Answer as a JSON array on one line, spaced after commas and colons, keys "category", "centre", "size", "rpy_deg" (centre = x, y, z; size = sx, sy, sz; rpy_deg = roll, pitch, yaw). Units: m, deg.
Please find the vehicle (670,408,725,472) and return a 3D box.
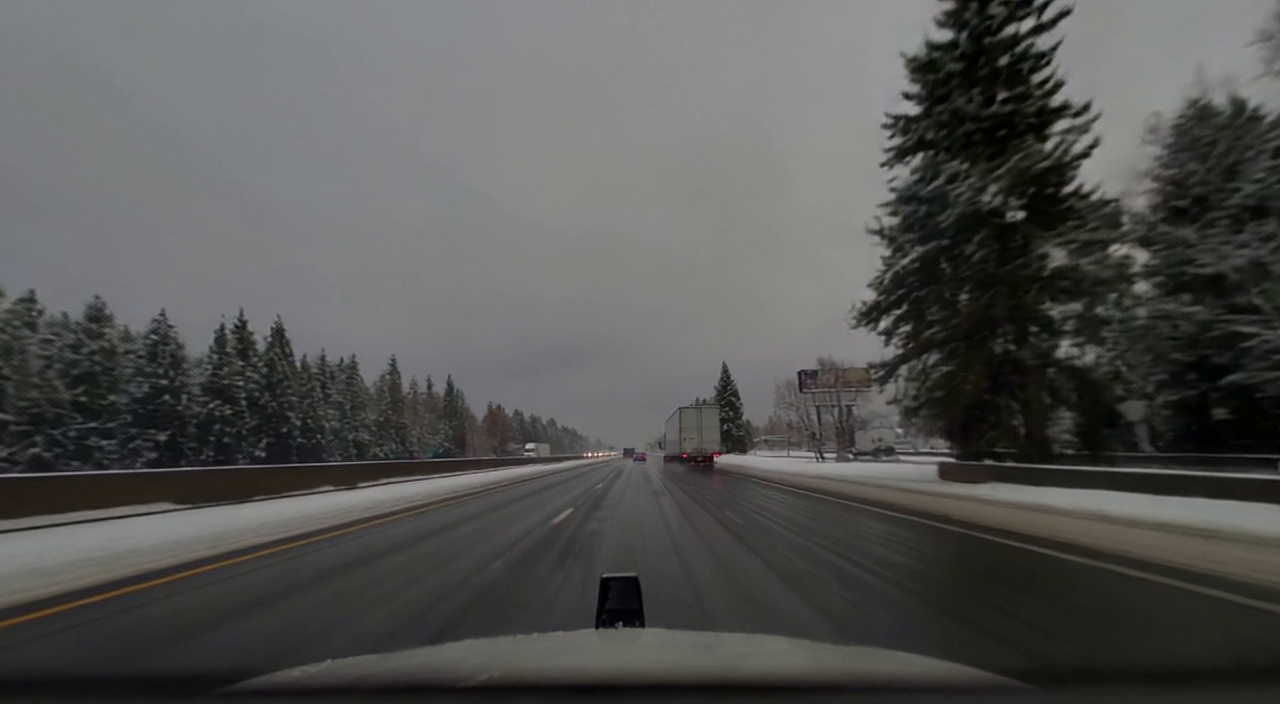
[{"category": "vehicle", "centre": [4.175, 6.891, 49.102], "size": [3.058, 4.312, 12.251], "rpy_deg": [0, -9, 0]}]
